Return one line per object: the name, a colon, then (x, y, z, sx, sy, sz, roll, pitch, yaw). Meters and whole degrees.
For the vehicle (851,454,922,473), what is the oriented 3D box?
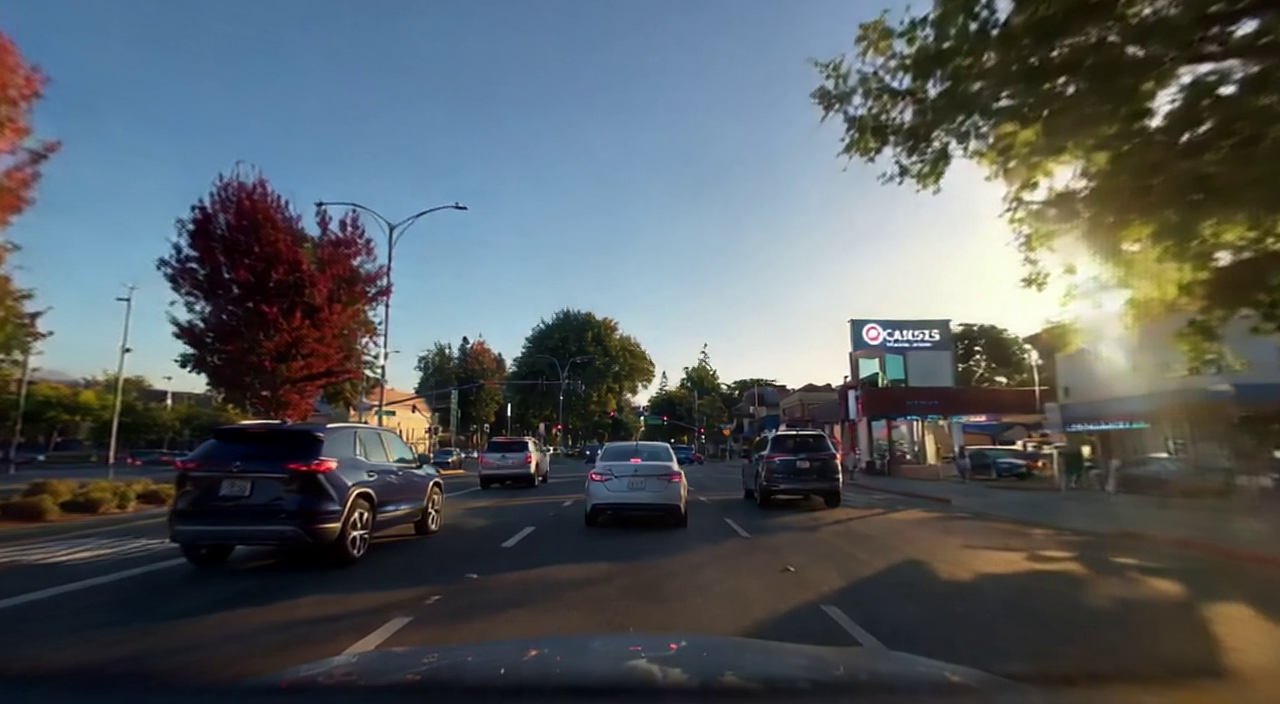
vehicle: (19.361, 8.773, 49.638, 4.795, 1.457, 1.986, 0, -9, 4)

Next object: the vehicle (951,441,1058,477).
vehicle: (18.007, 5.273, 31.343, 1.907, 1.669, 4.147, 5, -10, -28)

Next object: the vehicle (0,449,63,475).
vehicle: (-47.344, 8.311, 47.659, 4.989, 1.852, 2.136, 5, -10, -30)

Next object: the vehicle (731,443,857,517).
vehicle: (3.448, 2.927, 14.990, 1.979, 1.485, 4.207, 0, -8, 1)

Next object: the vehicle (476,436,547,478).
vehicle: (-6.709, 5.575, 33.787, 2.321, 2.013, 5.640, 0, -8, 3)

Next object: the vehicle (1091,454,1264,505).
vehicle: (17.351, 4.092, 20.735, 1.860, 1.408, 4.631, -1, -8, 4)

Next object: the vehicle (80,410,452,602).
vehicle: (-3.933, 1.660, 7.662, 1.983, 1.685, 3.997, 0, -8, 1)

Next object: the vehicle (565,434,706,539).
vehicle: (-0.068, 2.327, 11.534, 2.121, 1.563, 4.031, 0, -8, 0)

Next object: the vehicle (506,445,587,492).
vehicle: (-3.189, 4.064, 22.422, 2.126, 1.490, 4.265, 0, -8, 2)
